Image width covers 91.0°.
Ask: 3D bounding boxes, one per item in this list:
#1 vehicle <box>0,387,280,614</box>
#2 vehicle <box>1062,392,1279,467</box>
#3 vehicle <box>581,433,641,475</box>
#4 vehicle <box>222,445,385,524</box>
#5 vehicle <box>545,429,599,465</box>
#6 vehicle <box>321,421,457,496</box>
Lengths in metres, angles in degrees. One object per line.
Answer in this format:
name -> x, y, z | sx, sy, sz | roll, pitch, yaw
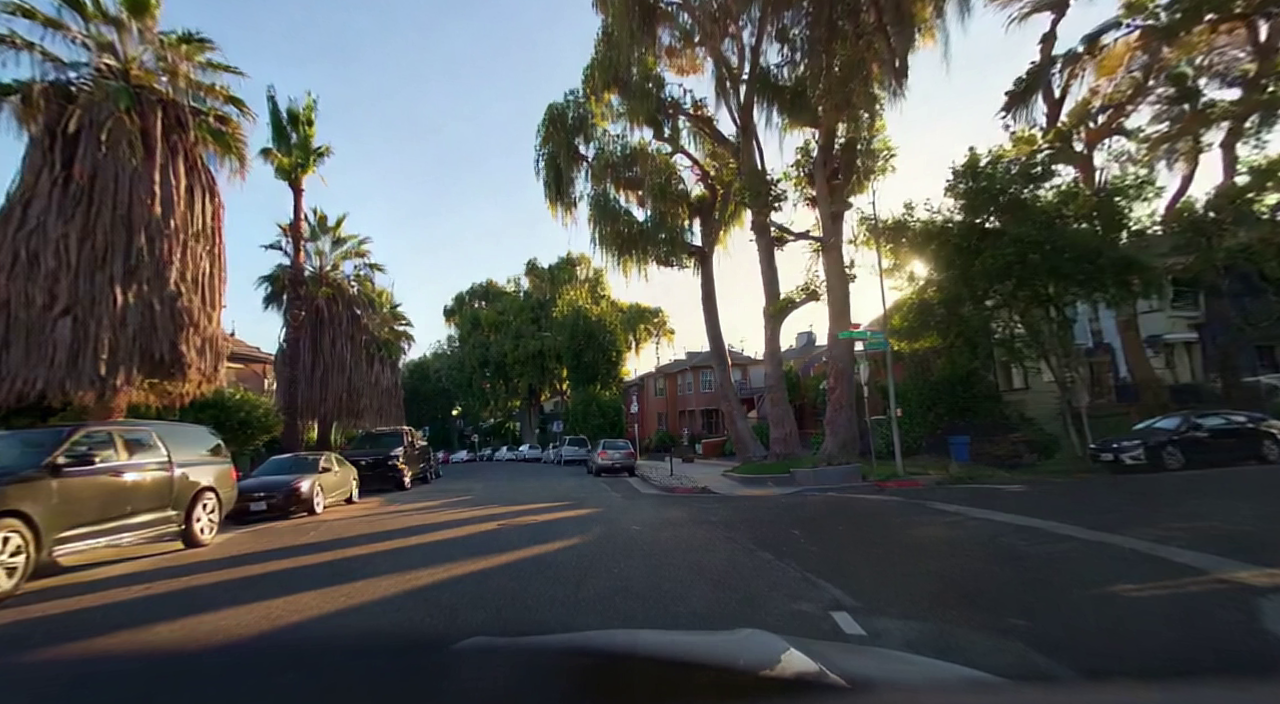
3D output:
vehicle -> -7.547, 1.723, 8.049 | 2.556, 2.156, 6.159 | 0, -8, -4
vehicle -> 13.003, 1.842, 14.761 | 4.950, 1.606, 2.003 | 1, -8, -8
vehicle -> -1.348, 4.377, 27.308 | 2.076, 1.658, 4.604 | 1, -8, -9
vehicle -> -7.791, 3.038, 15.114 | 1.875, 1.585, 4.184 | 1, -8, -5
vehicle -> -4.241, 5.775, 38.356 | 2.139, 1.997, 4.864 | 3, -9, -20
vehicle -> -8.322, 3.604, 21.824 | 2.624, 2.178, 6.522 | 1, -8, -6
